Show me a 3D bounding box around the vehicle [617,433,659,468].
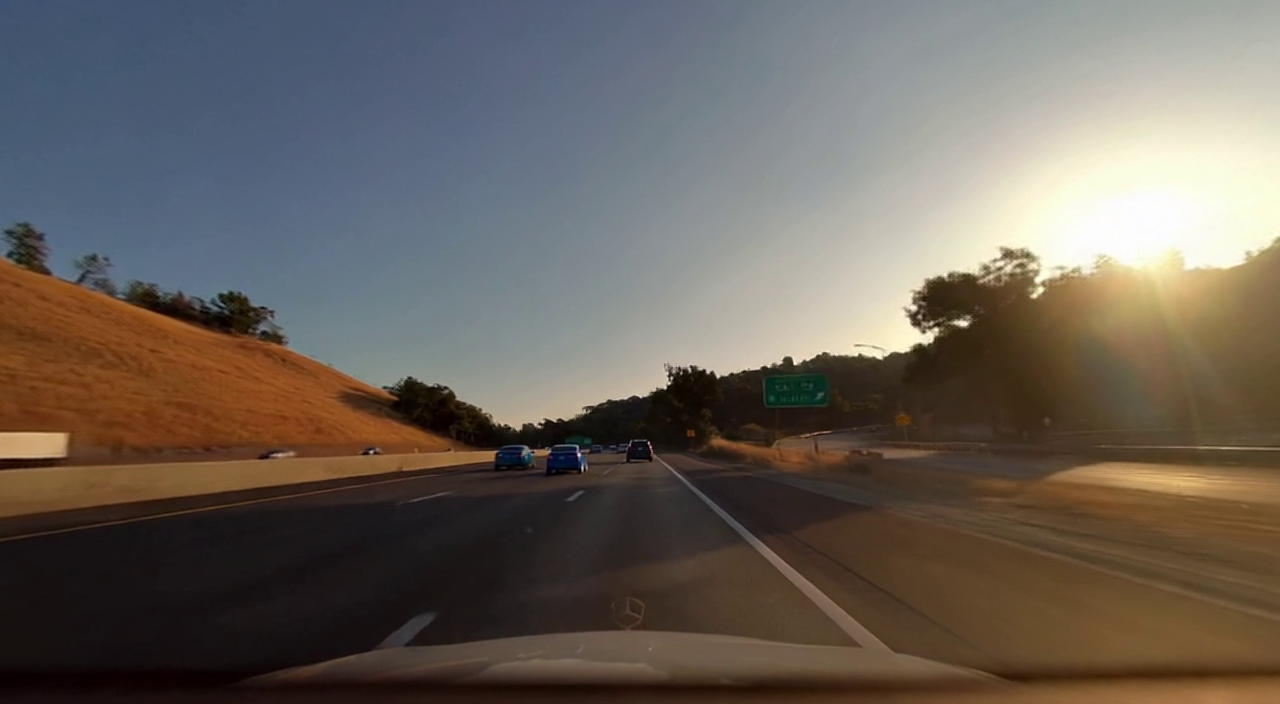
[{"bbox_3d":[-0.083,5.800,37.402,2.309,1.915,5.130,0,-8,0],"label":"vehicle"}]

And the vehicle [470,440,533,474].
[{"bbox_3d":[-6.807,5.208,31.477,2.009,1.519,4.697,0,-8,1],"label":"vehicle"}]

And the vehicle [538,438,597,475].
[{"bbox_3d":[-3.300,4.931,29.943,2.139,1.589,5.102,0,-8,1],"label":"vehicle"}]
